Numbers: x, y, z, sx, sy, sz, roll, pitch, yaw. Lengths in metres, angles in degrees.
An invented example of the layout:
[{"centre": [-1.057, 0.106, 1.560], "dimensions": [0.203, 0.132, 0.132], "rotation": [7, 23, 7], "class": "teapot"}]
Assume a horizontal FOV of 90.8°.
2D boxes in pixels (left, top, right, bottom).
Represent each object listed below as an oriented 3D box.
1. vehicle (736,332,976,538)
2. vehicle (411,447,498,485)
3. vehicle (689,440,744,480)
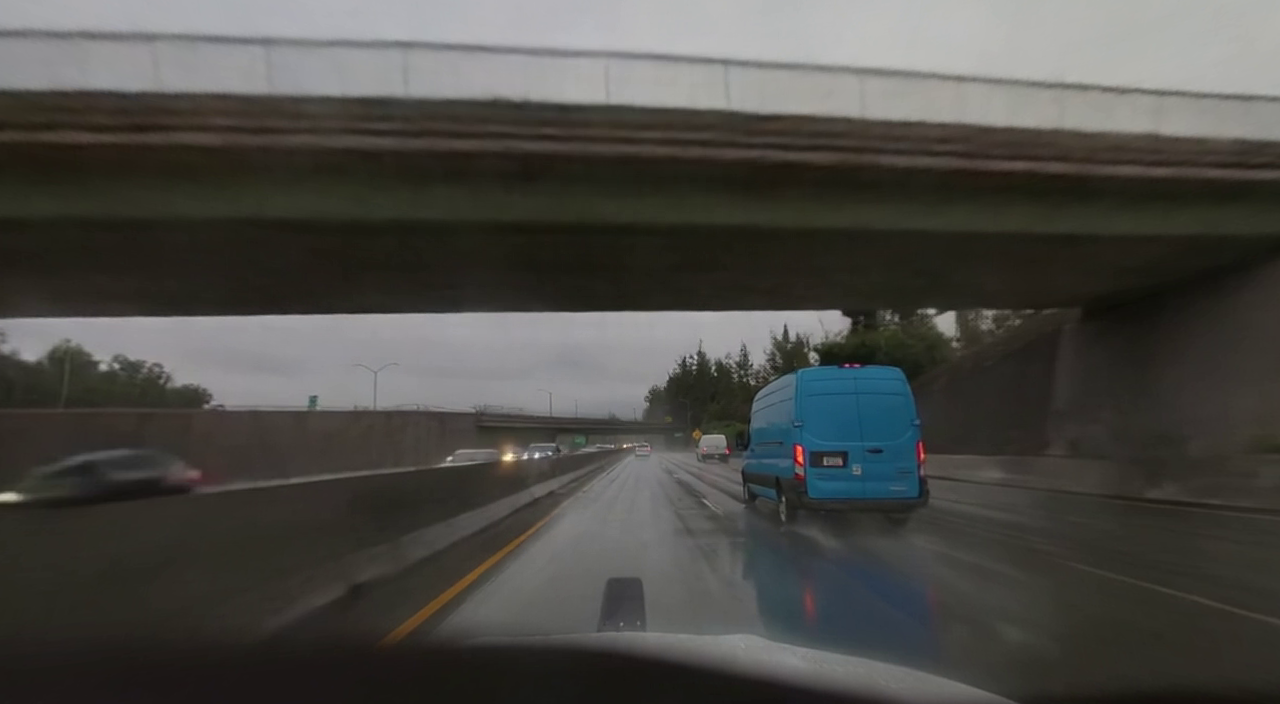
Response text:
[{"centre": [3.824, 1.772, 13.183], "dimensions": [2.460, 3.155, 6.902], "rotation": [0, -9, -1], "class": "vehicle"}, {"centre": [-7.600, 4.714, 26.383], "dimensions": [2.225, 1.422, 4.691], "rotation": [0, -9, 0], "class": "vehicle"}, {"centre": [3.506, 5.034, 29.658], "dimensions": [2.009, 1.731, 4.149], "rotation": [0, -9, -1], "class": "vehicle"}]
